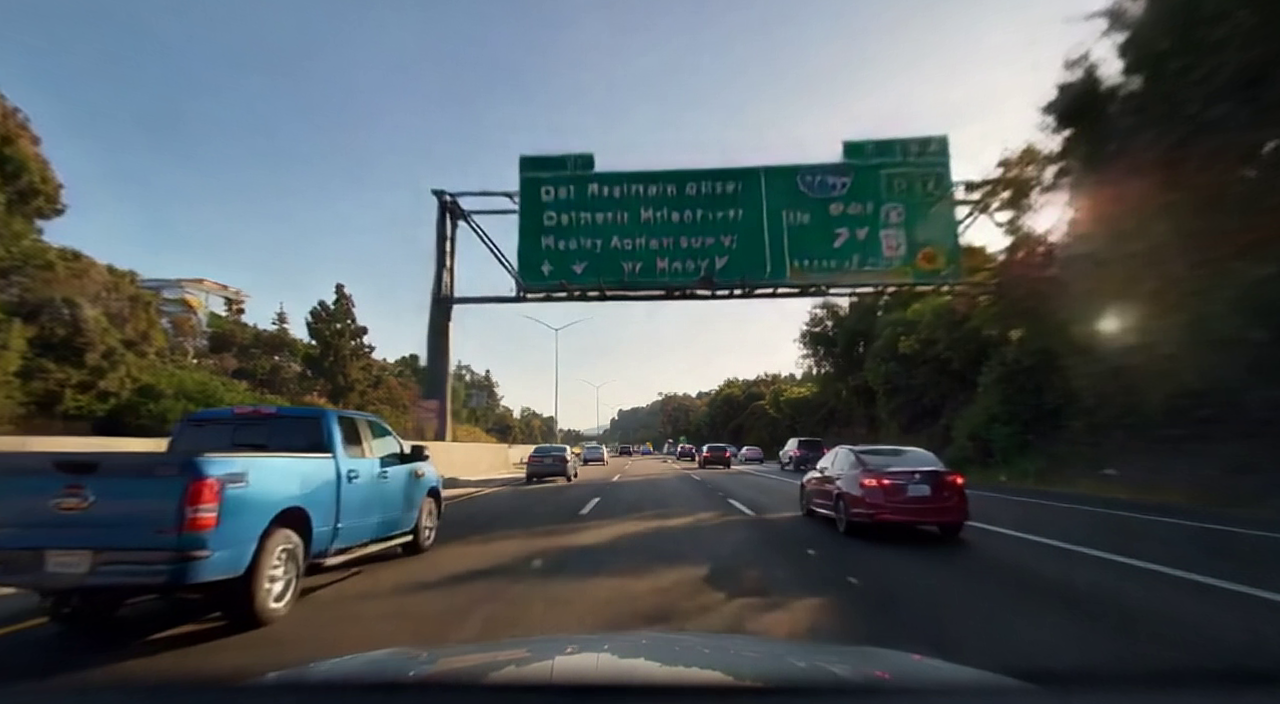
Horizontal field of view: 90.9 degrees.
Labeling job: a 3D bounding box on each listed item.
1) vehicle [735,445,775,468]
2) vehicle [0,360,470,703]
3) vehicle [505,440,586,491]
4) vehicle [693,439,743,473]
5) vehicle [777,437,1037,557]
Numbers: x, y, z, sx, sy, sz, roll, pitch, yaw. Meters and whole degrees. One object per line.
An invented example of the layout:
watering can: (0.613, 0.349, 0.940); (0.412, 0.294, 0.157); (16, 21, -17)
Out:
vehicle: (7.983, 7.291, 44.153); (1.904, 1.473, 4.598); (0, -8, -1)
vehicle: (-3.255, 1.264, 5.585); (2.139, 1.764, 4.707); (0, -8, 0)
vehicle: (-3.192, 3.939, 22.343); (1.974, 1.589, 5.047); (0, -8, 1)
vehicle: (4.340, 5.876, 35.929); (2.144, 1.752, 4.765); (0, -8, -1)
vehicle: (3.841, 2.154, 10.277); (2.040, 1.461, 4.822); (0, -8, -1)
